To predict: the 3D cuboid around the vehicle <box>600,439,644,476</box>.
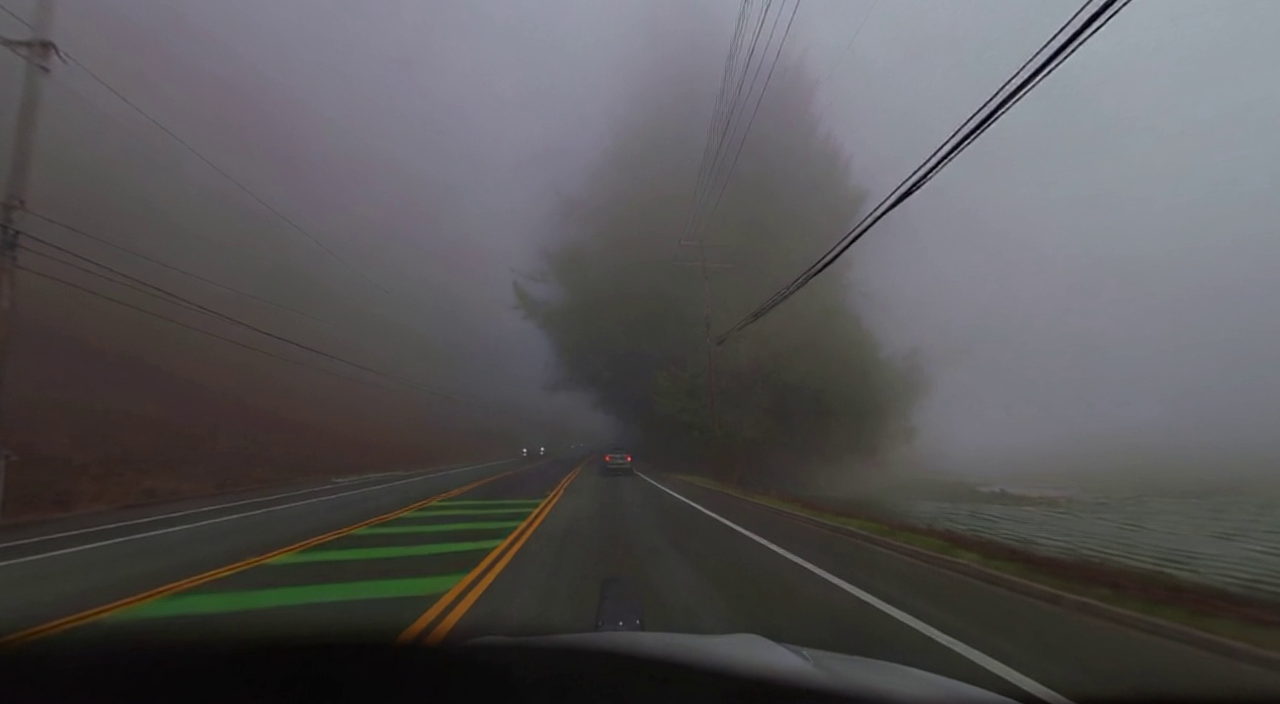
[{"bbox_3d":[-1.046,5.528,33.225,2.140,1.767,4.720,0,-9,-4],"label":"vehicle"}]
